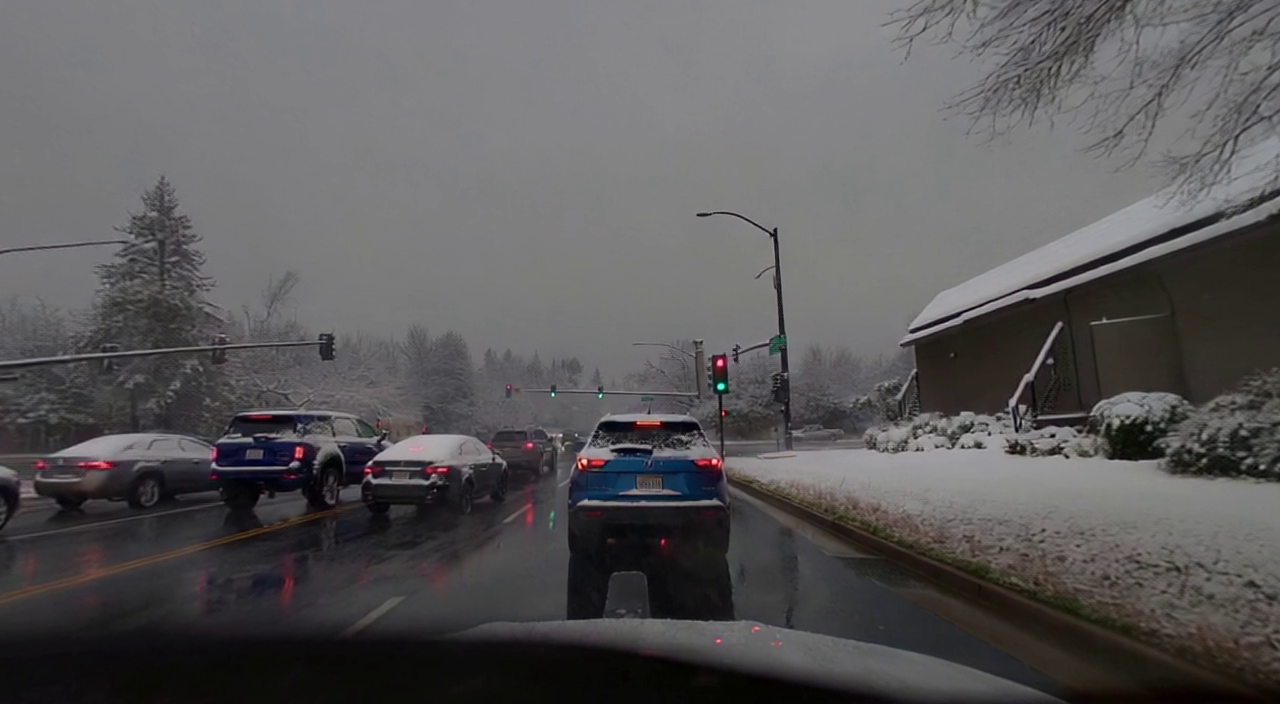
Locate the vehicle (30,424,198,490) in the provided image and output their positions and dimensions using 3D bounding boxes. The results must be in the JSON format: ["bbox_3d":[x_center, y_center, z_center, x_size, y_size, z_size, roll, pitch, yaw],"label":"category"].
[{"bbox_3d":[-17.682,3.551,21.599,2.136,1.976,4.342,0,-9,-4],"label":"vehicle"}]

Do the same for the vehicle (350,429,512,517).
[{"bbox_3d":[-4.088,2.441,13.215,1.942,1.523,4.212,0,-9,0],"label":"vehicle"}]

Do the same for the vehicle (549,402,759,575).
[{"bbox_3d":[0.106,1.663,8.407,2.055,1.681,4.270,0,-9,-1],"label":"vehicle"}]

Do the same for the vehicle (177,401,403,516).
[{"bbox_3d":[-7.403,2.334,14.246,2.195,2.093,5.185,0,-9,-1],"label":"vehicle"}]
